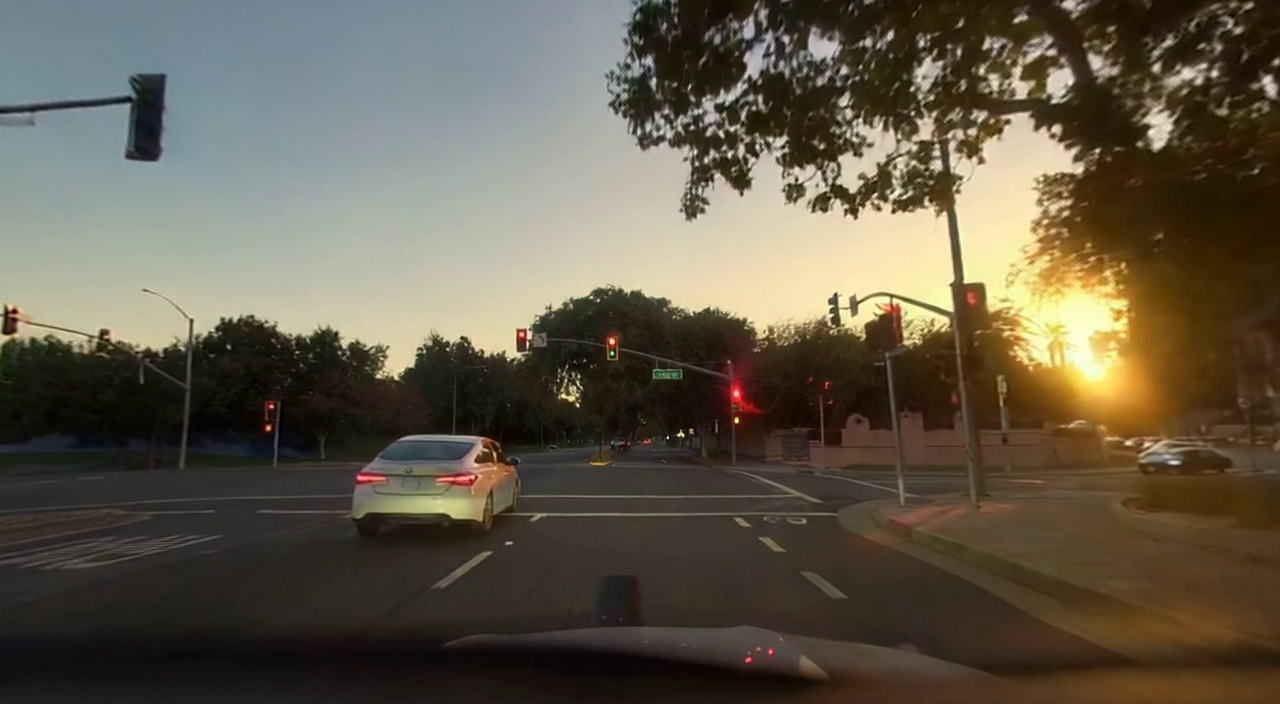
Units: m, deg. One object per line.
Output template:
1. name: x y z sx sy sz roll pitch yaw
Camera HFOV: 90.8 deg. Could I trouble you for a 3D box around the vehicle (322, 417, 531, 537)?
1. vehicle: -3.247 2.012 10.768 2.076 1.599 4.483 0 -8 -1
